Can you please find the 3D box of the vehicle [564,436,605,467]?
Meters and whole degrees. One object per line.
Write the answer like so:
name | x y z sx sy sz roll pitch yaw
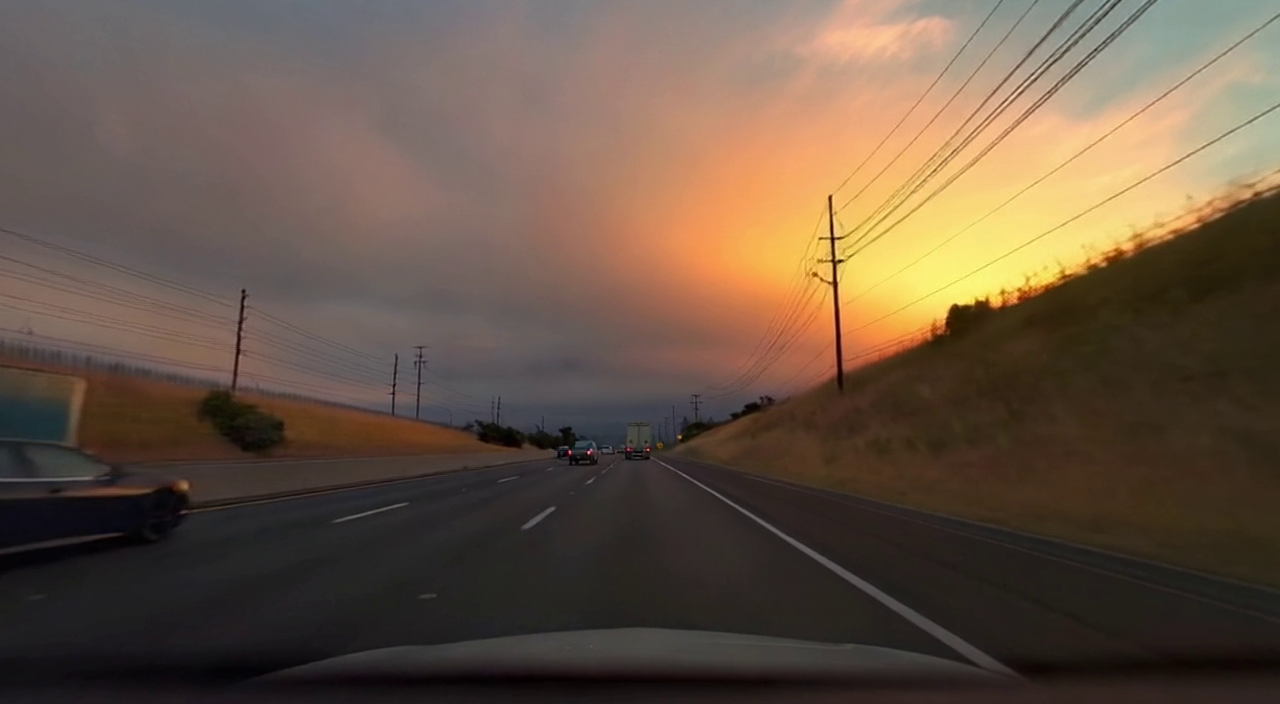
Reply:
vehicle | -3.646 6.664 42.221 2.207 1.949 4.911 0 -9 1

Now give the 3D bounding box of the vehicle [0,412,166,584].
vehicle | -6.908 1.288 5.421 2.066 1.558 4.607 0 -9 0
